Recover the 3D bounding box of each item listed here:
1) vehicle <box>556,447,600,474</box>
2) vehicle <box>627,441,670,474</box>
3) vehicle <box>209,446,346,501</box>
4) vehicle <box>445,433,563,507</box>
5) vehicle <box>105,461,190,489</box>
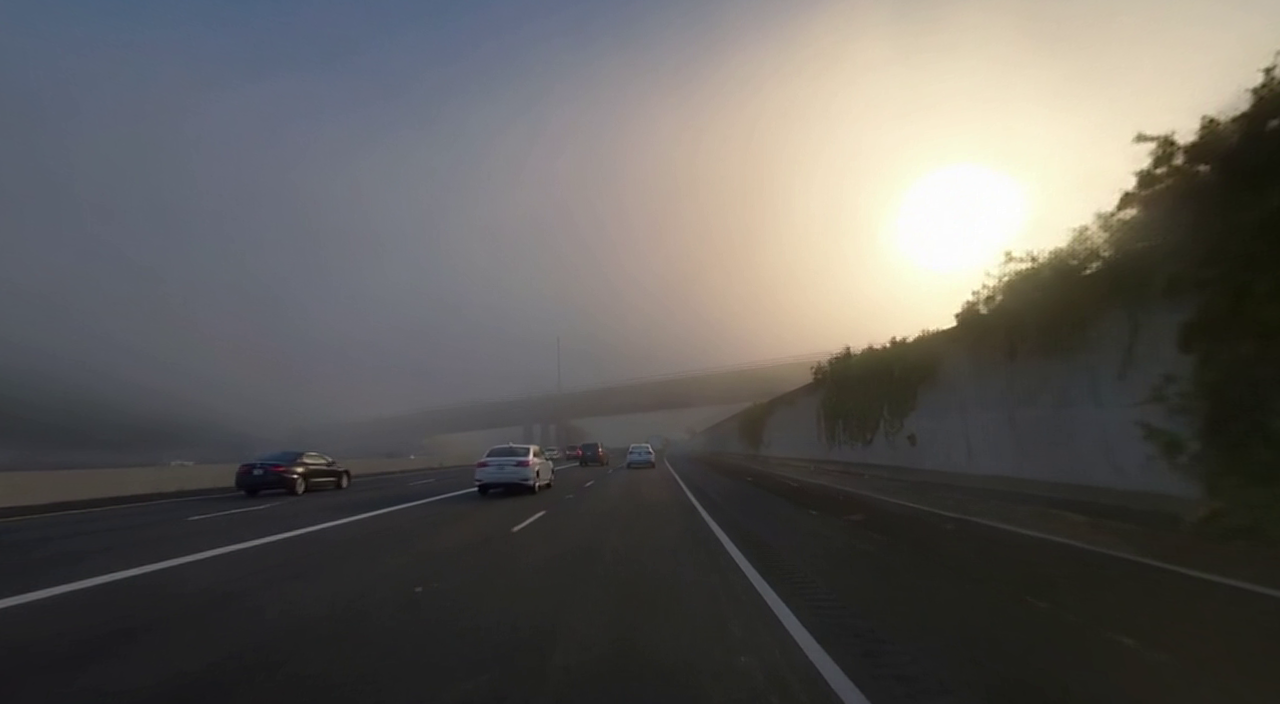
[{"bbox_3d":[-3.589,6.377,37.253,1.997,1.490,4.471,0,-8,2],"label":"vehicle"},{"bbox_3d":[0.471,5.679,34.149,2.160,1.678,4.178,0,-8,1],"label":"vehicle"},{"bbox_3d":[-11.977,3.998,21.171,1.954,1.640,4.339,0,-8,1],"label":"vehicle"},{"bbox_3d":[-3.545,3.161,17.337,2.161,1.759,4.482,0,-8,1],"label":"vehicle"},{"bbox_3d":[-31.703,7.924,40.574,1.944,1.567,4.239,0,-8,1],"label":"vehicle"}]
